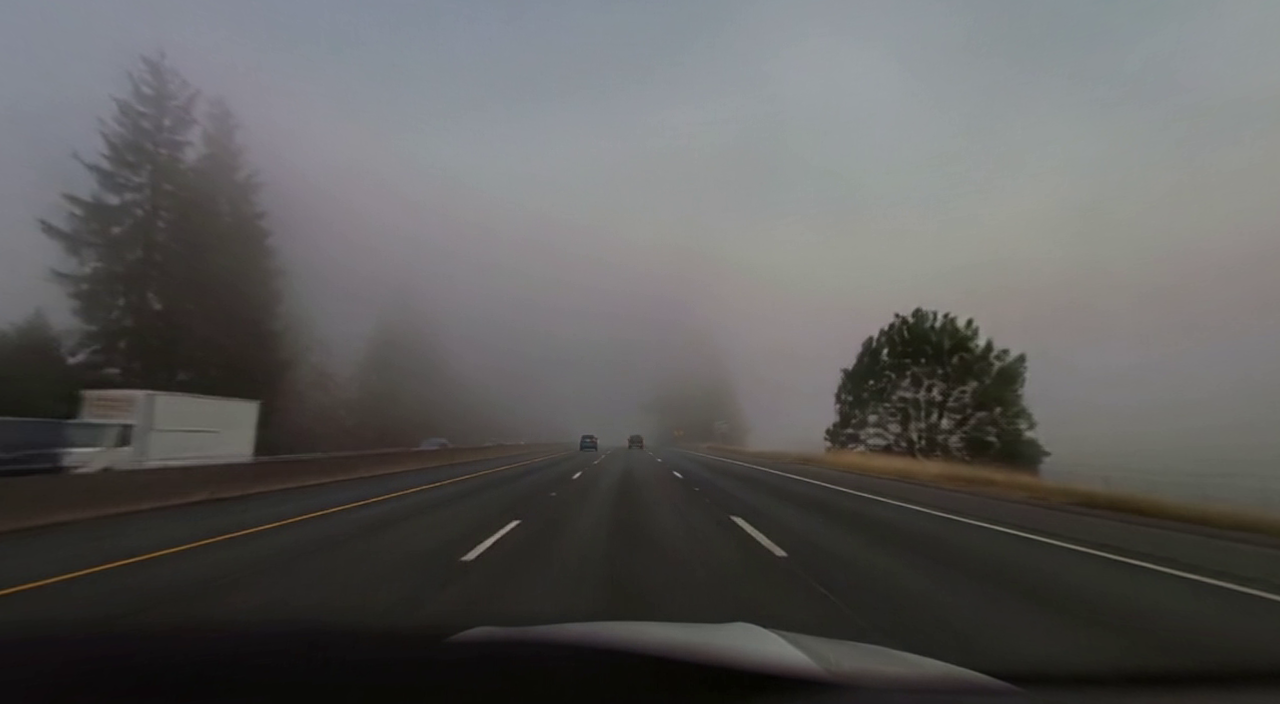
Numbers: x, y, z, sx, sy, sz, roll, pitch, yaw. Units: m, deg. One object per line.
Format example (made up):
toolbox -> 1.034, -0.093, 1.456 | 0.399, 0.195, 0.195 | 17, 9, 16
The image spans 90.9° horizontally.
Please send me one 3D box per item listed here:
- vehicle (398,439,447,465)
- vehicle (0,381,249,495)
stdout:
vehicle -> -12.467, 5.732, 36.318 | 1.670, 1.408, 3.525 | 0, -8, -1
vehicle -> -16.383, 2.786, 20.556 | 2.502, 3.011, 7.439 | 0, -8, -1
